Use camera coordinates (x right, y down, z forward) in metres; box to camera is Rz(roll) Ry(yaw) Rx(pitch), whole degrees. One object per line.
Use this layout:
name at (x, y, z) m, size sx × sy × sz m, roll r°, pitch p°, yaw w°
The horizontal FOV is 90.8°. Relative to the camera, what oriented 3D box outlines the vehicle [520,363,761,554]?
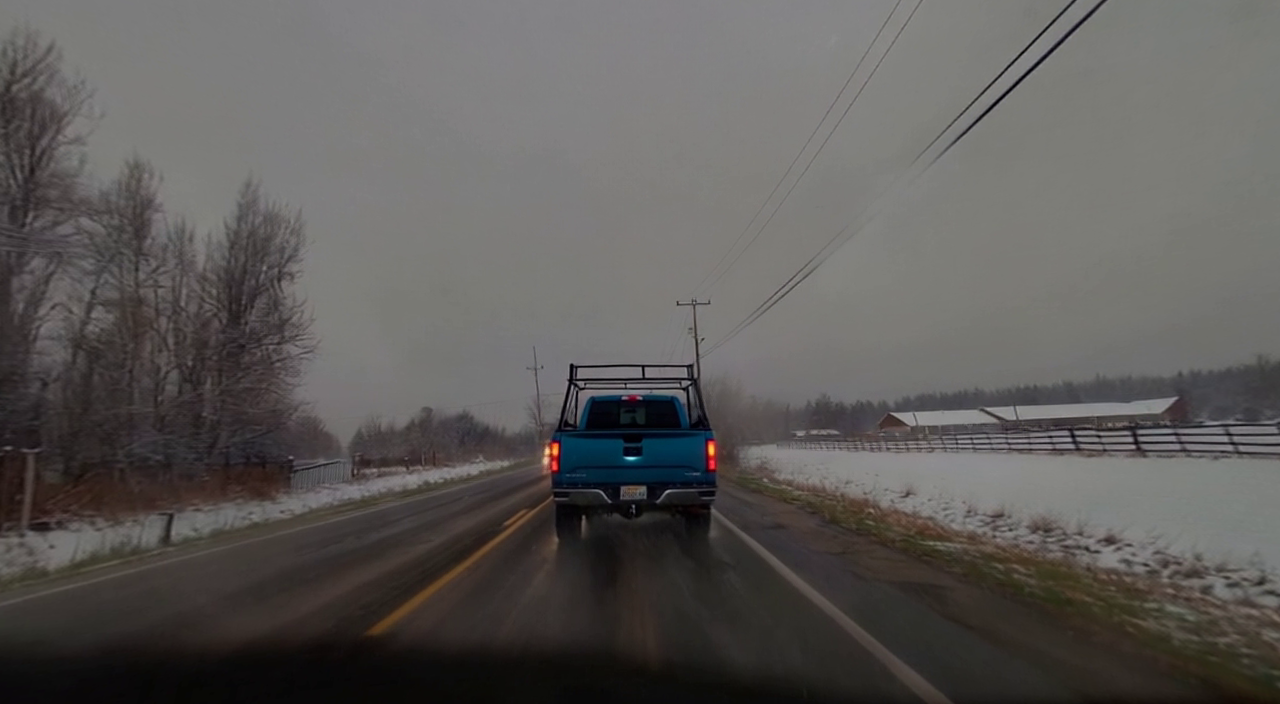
vehicle at (-0.074, 1.818, 11.411) m, size 2.912 × 2.320 × 7.292 m, roll 0°, pitch -8°, yaw -1°
